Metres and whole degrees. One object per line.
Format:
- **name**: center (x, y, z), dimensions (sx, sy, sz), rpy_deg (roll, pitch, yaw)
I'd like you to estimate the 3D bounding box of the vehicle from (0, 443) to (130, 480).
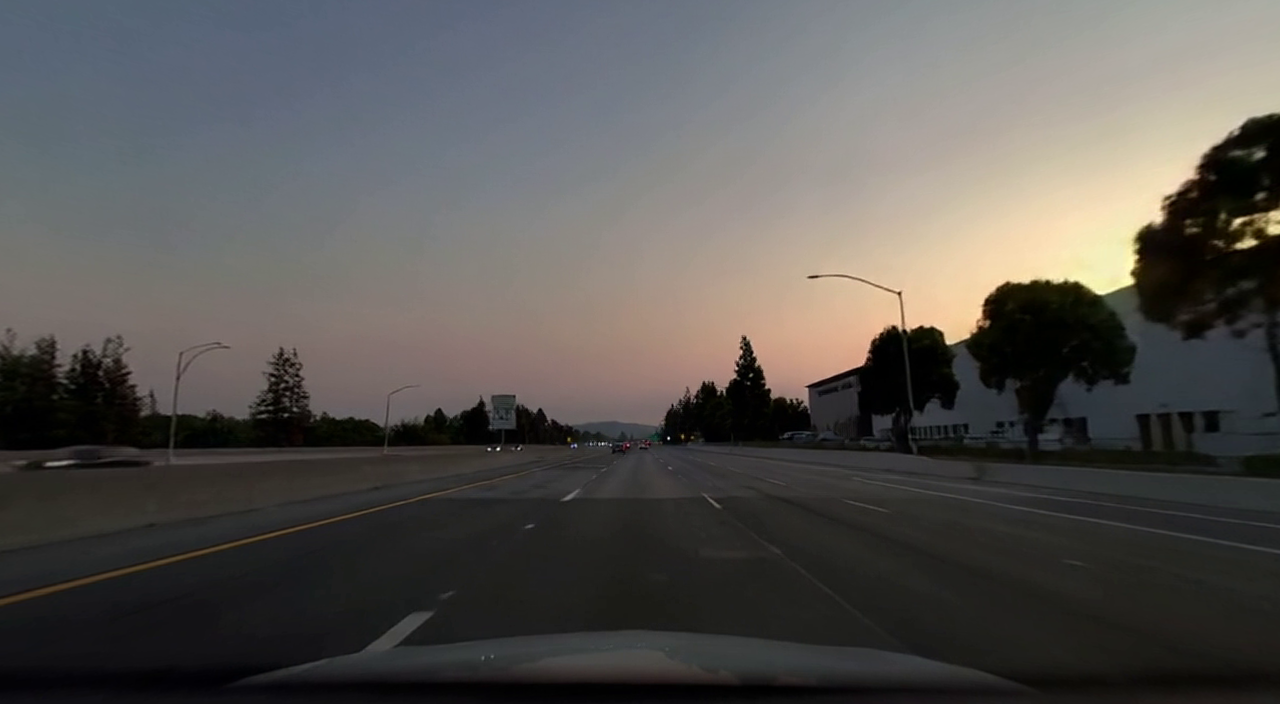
- **vehicle**: center (-25.555, 4.800, 27.919), dimensions (1.872, 1.508, 4.652), rpy_deg (0, -9, 1)
